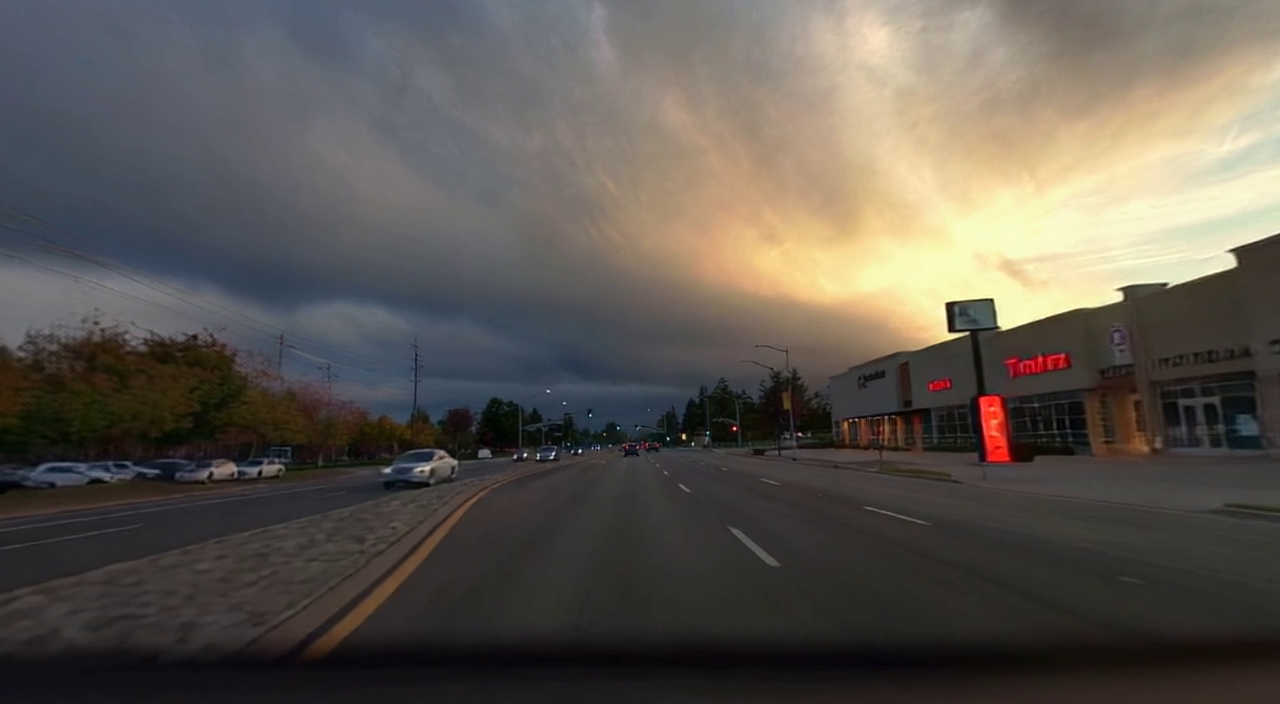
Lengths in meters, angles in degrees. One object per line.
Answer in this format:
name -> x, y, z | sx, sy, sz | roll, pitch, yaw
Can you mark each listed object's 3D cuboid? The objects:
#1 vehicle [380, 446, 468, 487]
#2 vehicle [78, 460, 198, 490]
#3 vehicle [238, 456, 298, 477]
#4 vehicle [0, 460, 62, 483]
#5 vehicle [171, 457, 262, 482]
vehicle -> -8.698, 4.621, 25.889 | 1.959, 1.505, 4.622 | 0, -9, 0
vehicle -> -28.165, 6.892, 35.643 | 4.893, 1.460, 1.986 | 4, -10, -26
vehicle -> -28.567, 8.830, 48.606 | 3.753, 1.432, 1.665 | 3, -11, -26
vehicle -> -47.420, 9.103, 48.089 | 4.717, 1.614, 1.990 | 0, -9, 0
vehicle -> -28.392, 7.862, 42.534 | 4.740, 1.480, 1.923 | 2, -10, -20
